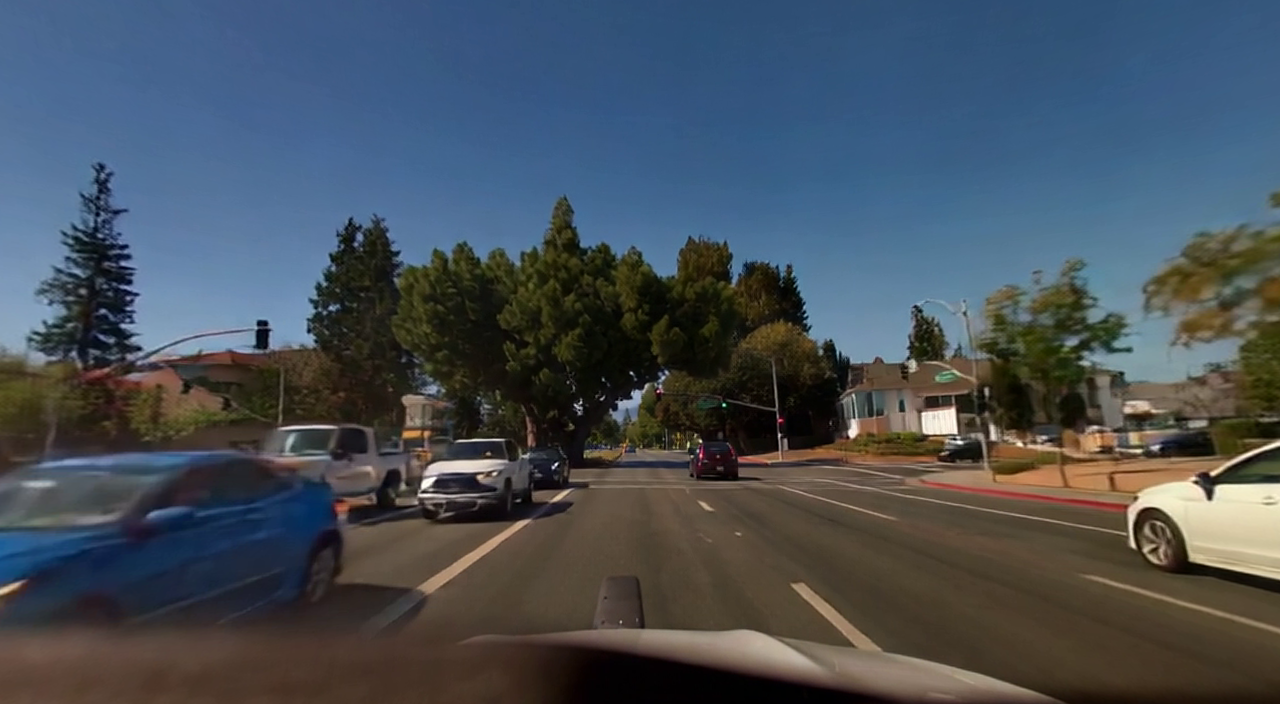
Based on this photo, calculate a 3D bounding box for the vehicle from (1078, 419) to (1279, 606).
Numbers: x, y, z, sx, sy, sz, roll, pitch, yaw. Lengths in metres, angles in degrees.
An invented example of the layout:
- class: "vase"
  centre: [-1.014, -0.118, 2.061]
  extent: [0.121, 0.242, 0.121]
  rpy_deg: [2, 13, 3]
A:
- class: "vehicle"
  centre: [6.568, 1.434, 5.770]
  extent: [2.000, 1.618, 4.238]
  rpy_deg: [0, -9, -1]

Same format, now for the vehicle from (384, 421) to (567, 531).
- class: "vehicle"
  centre: [-3.024, 2.473, 13.377]
  extent: [2.313, 1.752, 6.152]
  rpy_deg: [0, -9, -1]

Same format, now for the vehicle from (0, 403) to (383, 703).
- class: "vehicle"
  centre: [-3.513, 1.167, 3.858]
  extent: [1.923, 1.494, 4.672]
  rpy_deg: [0, -9, 0]

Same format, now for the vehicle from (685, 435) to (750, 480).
- class: "vehicle"
  centre: [3.263, 4.593, 27.676]
  extent: [2.095, 1.759, 4.862]
  rpy_deg: [0, -9, -2]

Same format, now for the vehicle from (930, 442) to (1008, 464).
- class: "vehicle"
  centre: [23.246, 7.153, 44.705]
  extent: [4.411, 1.464, 1.938]
  rpy_deg: [0, -9, -2]
